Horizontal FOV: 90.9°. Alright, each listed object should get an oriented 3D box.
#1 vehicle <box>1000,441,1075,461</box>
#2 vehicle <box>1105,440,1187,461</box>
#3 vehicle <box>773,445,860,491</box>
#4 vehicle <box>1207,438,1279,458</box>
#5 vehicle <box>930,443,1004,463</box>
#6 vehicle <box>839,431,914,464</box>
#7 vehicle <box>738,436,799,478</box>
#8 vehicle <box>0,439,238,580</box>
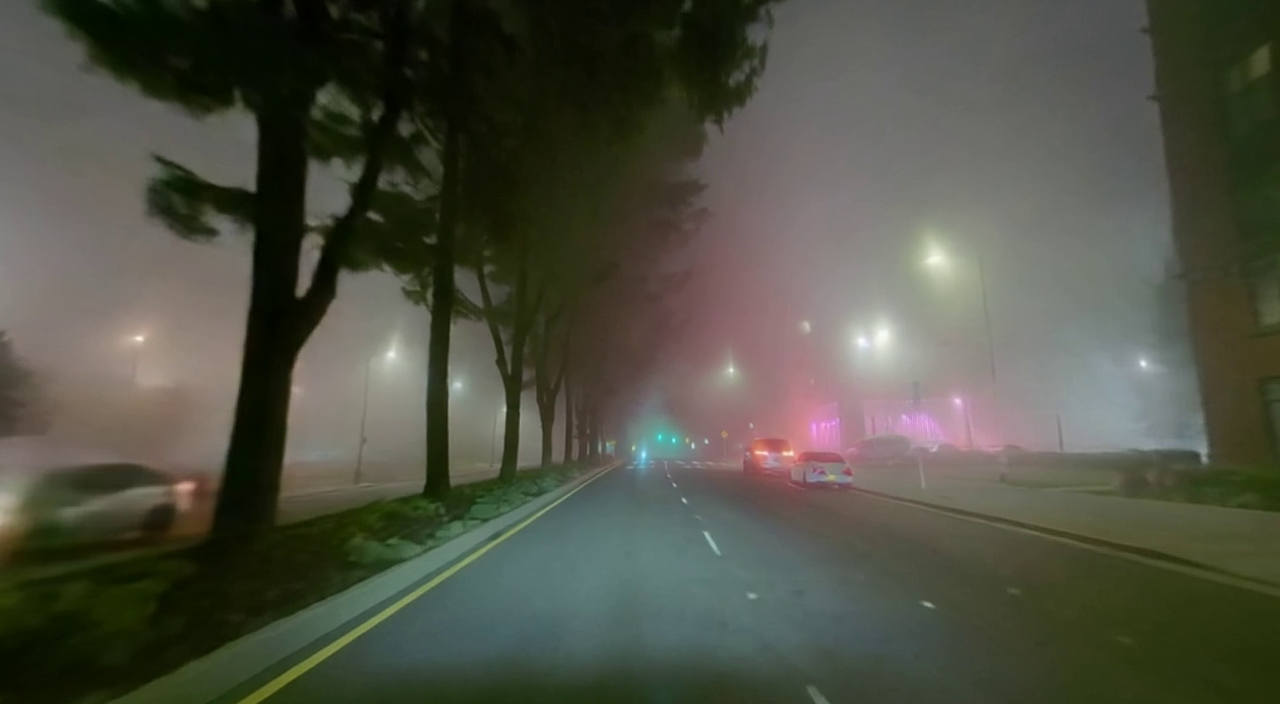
[{"bbox_3d":[30.513,7.632,48.449,4.373,1.489,1.908,0,-9,1],"label":"vehicle"},{"bbox_3d":[38.593,7.520,48.117,4.519,1.466,1.996,0,-8,1],"label":"vehicle"},{"bbox_3d":[6.379,4.226,23.352,1.948,1.511,4.623,0,-9,1],"label":"vehicle"},{"bbox_3d":[46.666,7.383,48.322,4.463,1.475,1.955,0,-8,0],"label":"vehicle"},{"bbox_3d":[25.305,7.798,48.826,4.733,1.494,1.794,0,-9,0],"label":"vehicle"},{"bbox_3d":[18.260,7.381,48.777,4.826,2.368,2.263,-1,-7,-1],"label":"vehicle"},{"bbox_3d":[6.374,5.275,31.874,2.045,1.890,4.876,0,-9,0],"label":"vehicle"},{"bbox_3d":[-8.345,2.104,9.135,1.982,1.608,4.519,0,-9,1],"label":"vehicle"}]
